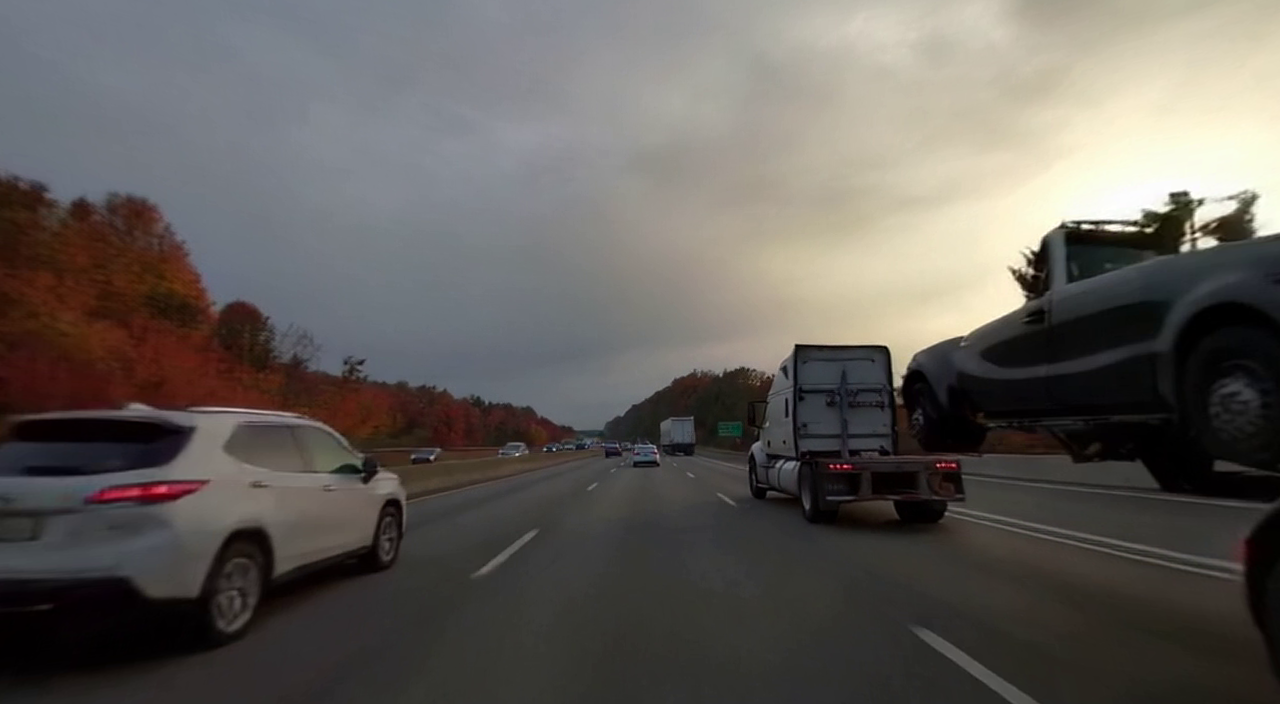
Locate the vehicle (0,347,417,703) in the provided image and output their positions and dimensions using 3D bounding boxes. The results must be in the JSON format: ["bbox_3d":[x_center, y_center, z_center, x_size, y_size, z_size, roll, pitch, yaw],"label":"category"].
[{"bbox_3d":[-3.553,1.122,4.543,2.077,1.669,4.739,0,-8,1],"label":"vehicle"}]

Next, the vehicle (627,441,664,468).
[{"bbox_3d":[0.329,6.155,38.011,2.152,1.484,4.211,0,-8,1],"label":"vehicle"}]

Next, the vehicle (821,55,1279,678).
[{"bbox_3d":[4.956,0.325,5.014,3.150,3.257,13.098,0,-8,0],"label":"vehicle"}]
